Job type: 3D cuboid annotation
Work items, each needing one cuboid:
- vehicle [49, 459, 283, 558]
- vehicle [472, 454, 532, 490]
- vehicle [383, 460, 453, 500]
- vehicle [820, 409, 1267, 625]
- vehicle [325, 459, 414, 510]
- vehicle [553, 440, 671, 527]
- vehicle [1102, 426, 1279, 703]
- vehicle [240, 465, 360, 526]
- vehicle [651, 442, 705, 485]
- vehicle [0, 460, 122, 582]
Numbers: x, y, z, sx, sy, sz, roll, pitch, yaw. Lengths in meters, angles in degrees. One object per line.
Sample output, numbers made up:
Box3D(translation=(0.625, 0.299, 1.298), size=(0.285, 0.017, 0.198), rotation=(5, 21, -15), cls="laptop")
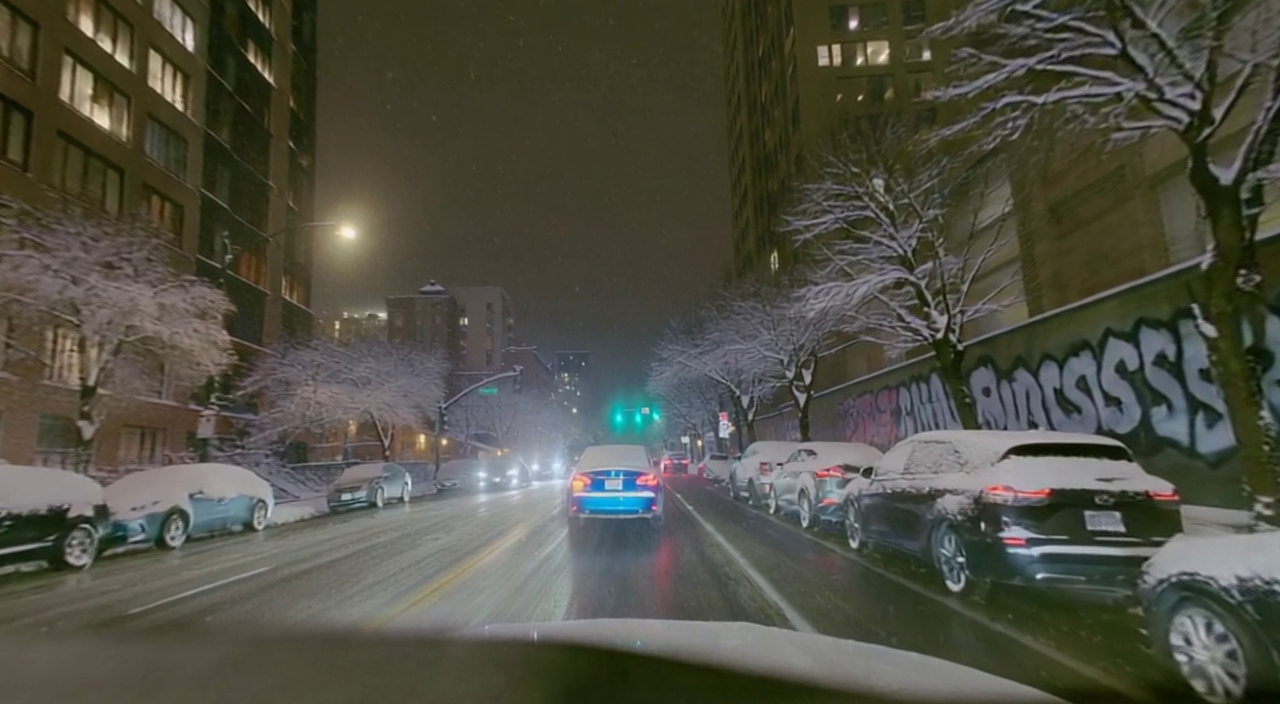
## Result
Box3D(translation=(-10.944, 3.575, 15.159), size=(2.276, 1.741, 4.439), rotation=(-4, -8, -1), cls="vehicle")
Box3D(translation=(-6.690, 5.854, 31.094), size=(1.906, 1.445, 4.490), rotation=(-4, -8, 0), cls="vehicle")
Box3D(translation=(-11.115, 6.406, 31.979), size=(1.931, 1.499, 4.645), rotation=(-6, -8, -2), cls="vehicle")
Box3D(translation=(4.206, 1.789, 8.061), size=(2.097, 1.811, 5.230), rotation=(0, -8, -2), cls="vehicle")
Box3D(translation=(-11.063, 5.400, 26.121), size=(1.822, 1.639, 4.144), rotation=(-6, -8, 0), cls="vehicle")
Box3D(translation=(-0.526, 2.749, 13.840), size=(2.166, 1.579, 4.300), rotation=(0, -8, 0), cls="vehicle")
Box3D(translation=(4.186, 1.010, 2.077), size=(1.955, 1.535, 4.266), rotation=(2, -9, -3), cls="vehicle")
Box3D(translation=(-11.002, 4.630, 20.840), size=(1.741, 1.506, 4.370), rotation=(-4, -8, -3), cls="vehicle")
Box3D(translation=(1.678, 4.997, 28.570), size=(2.207, 1.761, 4.292), rotation=(-1, -8, 2), cls="vehicle")
Box3D(translation=(-10.810, 2.701, 9.654), size=(1.988, 1.781, 4.827), rotation=(-5, -8, -4), cls="vehicle")
